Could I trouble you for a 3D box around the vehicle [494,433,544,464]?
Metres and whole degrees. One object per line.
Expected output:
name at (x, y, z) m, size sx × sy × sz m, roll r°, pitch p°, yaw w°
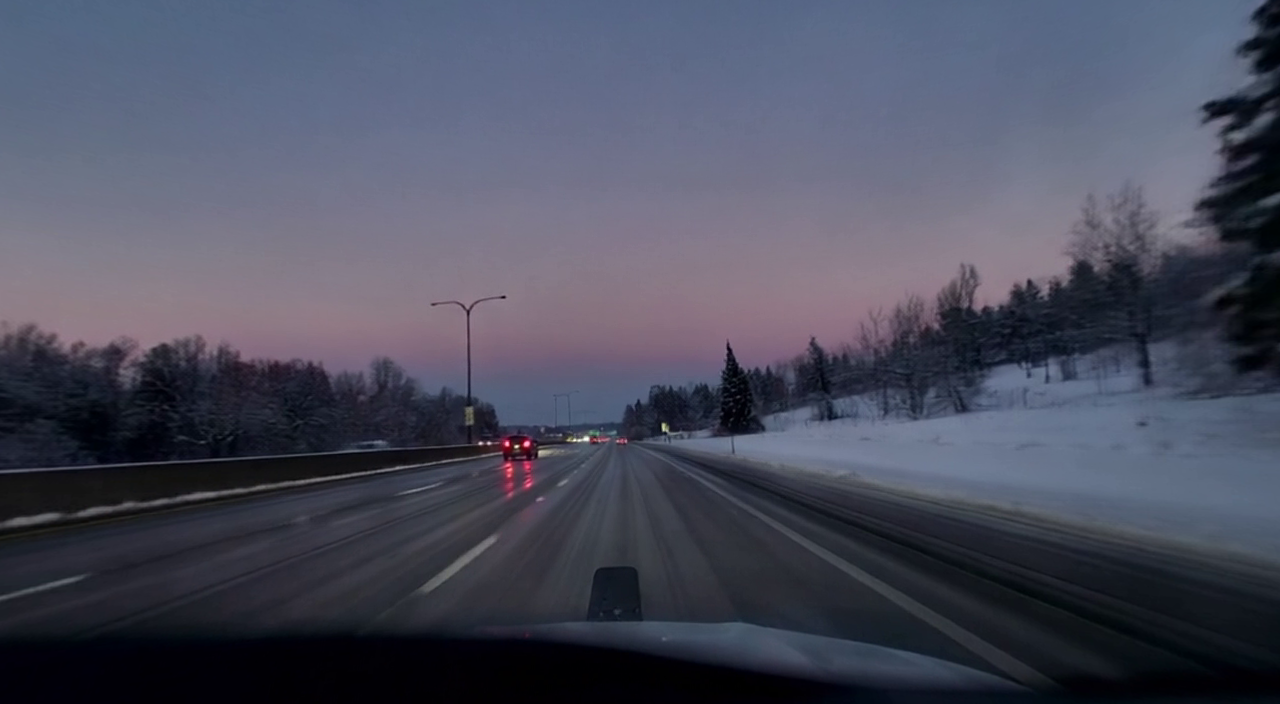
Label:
vehicle at (-6.372, 5.114, 33.607) m, size 1.988 × 1.505 × 4.044 m, roll 0°, pitch -8°, yaw -1°
